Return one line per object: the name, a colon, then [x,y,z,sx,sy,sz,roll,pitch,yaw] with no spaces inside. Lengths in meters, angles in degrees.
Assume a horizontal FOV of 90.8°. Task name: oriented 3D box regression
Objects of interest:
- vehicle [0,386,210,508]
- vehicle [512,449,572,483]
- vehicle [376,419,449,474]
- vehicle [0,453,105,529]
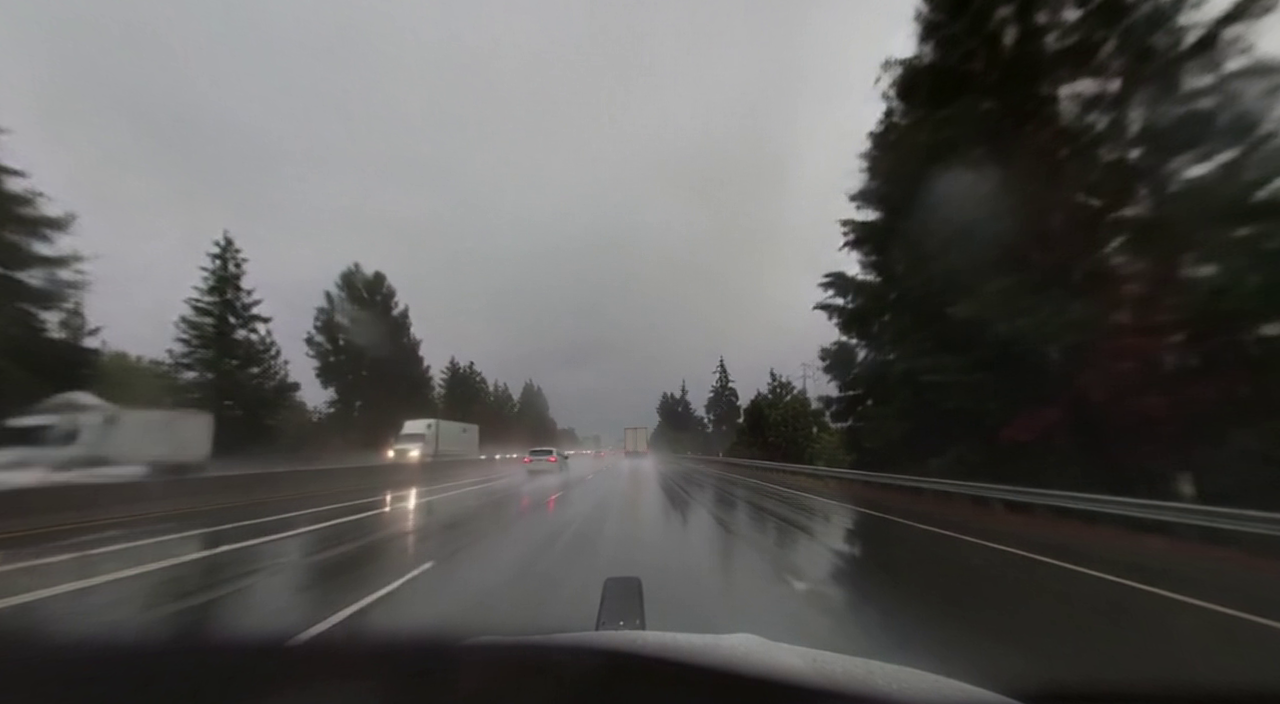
vehicle: [-18.303,3.211,21.266,2.744,3.453,6.712,0,-9,0]
vehicle: [-4.499,5.300,29.628,2.106,1.445,4.404,0,-9,1]
vehicle: [-17.278,7.287,48.483,2.941,3.886,7.160,0,-9,-1]
vehicle: [-13.583,2.836,12.924,1.764,1.486,3.947,0,-9,0]
